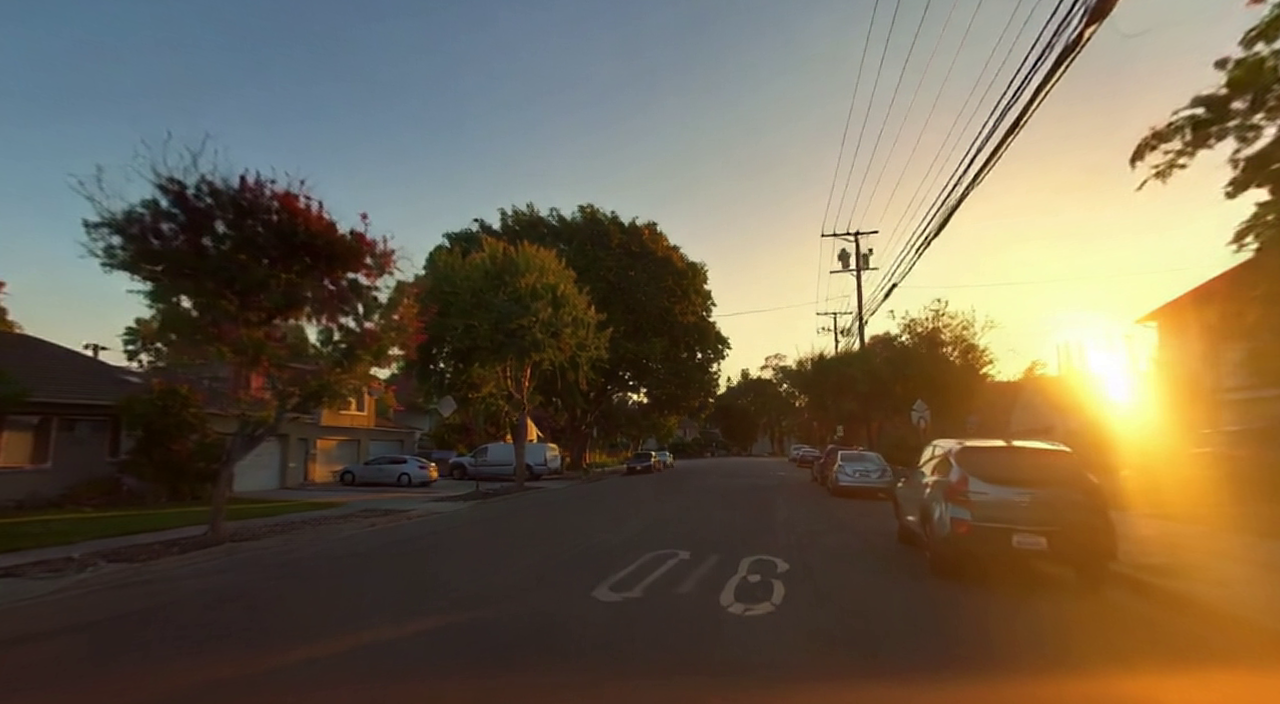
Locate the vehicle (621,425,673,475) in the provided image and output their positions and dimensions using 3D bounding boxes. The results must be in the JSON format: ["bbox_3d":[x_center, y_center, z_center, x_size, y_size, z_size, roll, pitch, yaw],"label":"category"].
[{"bbox_3d":[0.548,6.153,39.930,2.199,2.902,5.848,-2,-9,12],"label":"vehicle"}]

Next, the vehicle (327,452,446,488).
[{"bbox_3d":[-10.913,5.060,27.320,4.481,1.420,1.712,-1,-9,9],"label":"vehicle"}]

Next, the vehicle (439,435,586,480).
[{"bbox_3d":[-6.072,5.038,30.520,6.488,2.009,2.354,-2,-9,12],"label":"vehicle"}]

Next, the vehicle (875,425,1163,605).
[{"bbox_3d":[4.008,1.701,7.371,1.908,1.572,3.105,-2,-9,13],"label":"vehicle"}]

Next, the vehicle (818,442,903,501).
[{"bbox_3d":[6.170,3.339,18.071,1.845,1.453,3.792,-2,-9,13],"label":"vehicle"}]
